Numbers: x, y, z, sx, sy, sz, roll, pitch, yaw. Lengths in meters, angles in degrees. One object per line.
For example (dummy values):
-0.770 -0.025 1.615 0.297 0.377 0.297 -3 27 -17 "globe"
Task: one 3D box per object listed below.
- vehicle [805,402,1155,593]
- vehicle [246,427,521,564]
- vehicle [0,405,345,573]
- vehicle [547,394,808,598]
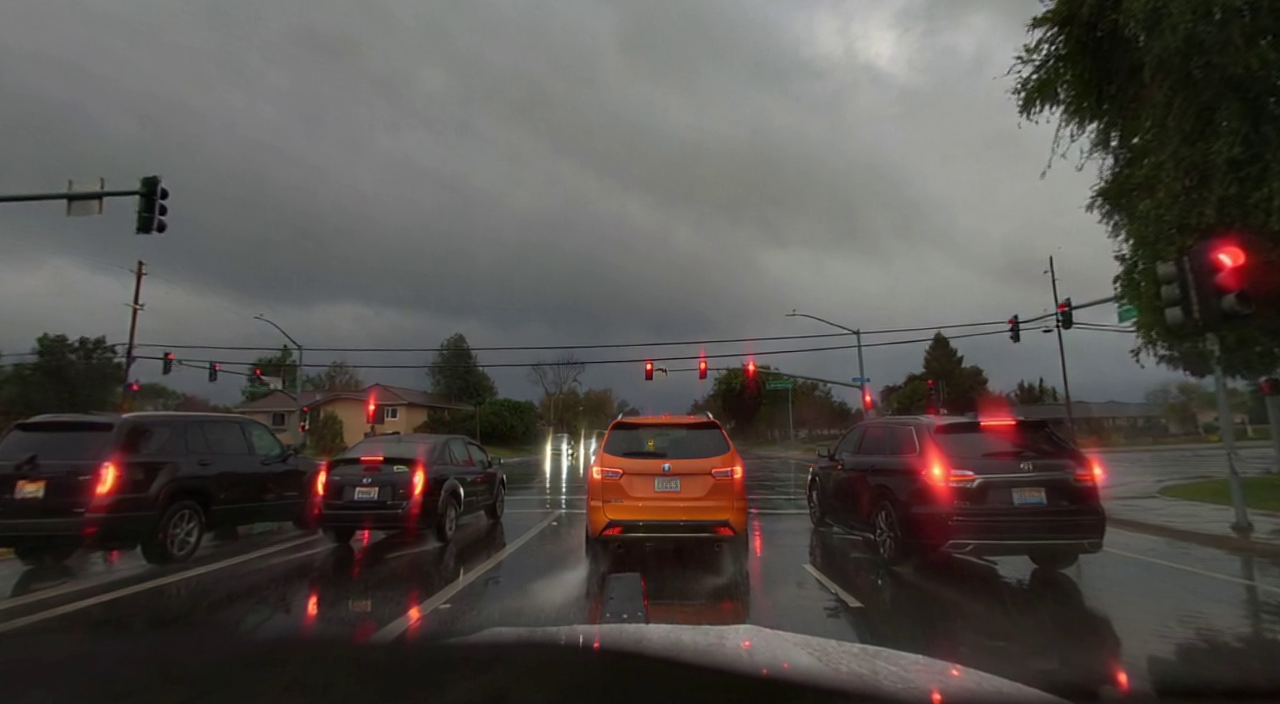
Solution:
3.531 1.588 7.747 2.047 1.638 4.395 -1 -8 4 "vehicle"
-3.231 1.887 9.111 1.885 1.475 4.359 -1 -8 4 "vehicle"
-6.618 1.827 9.252 2.075 1.796 4.785 0 -8 2 "vehicle"
0.398 1.522 7.499 2.198 1.708 4.170 0 -8 2 "vehicle"
